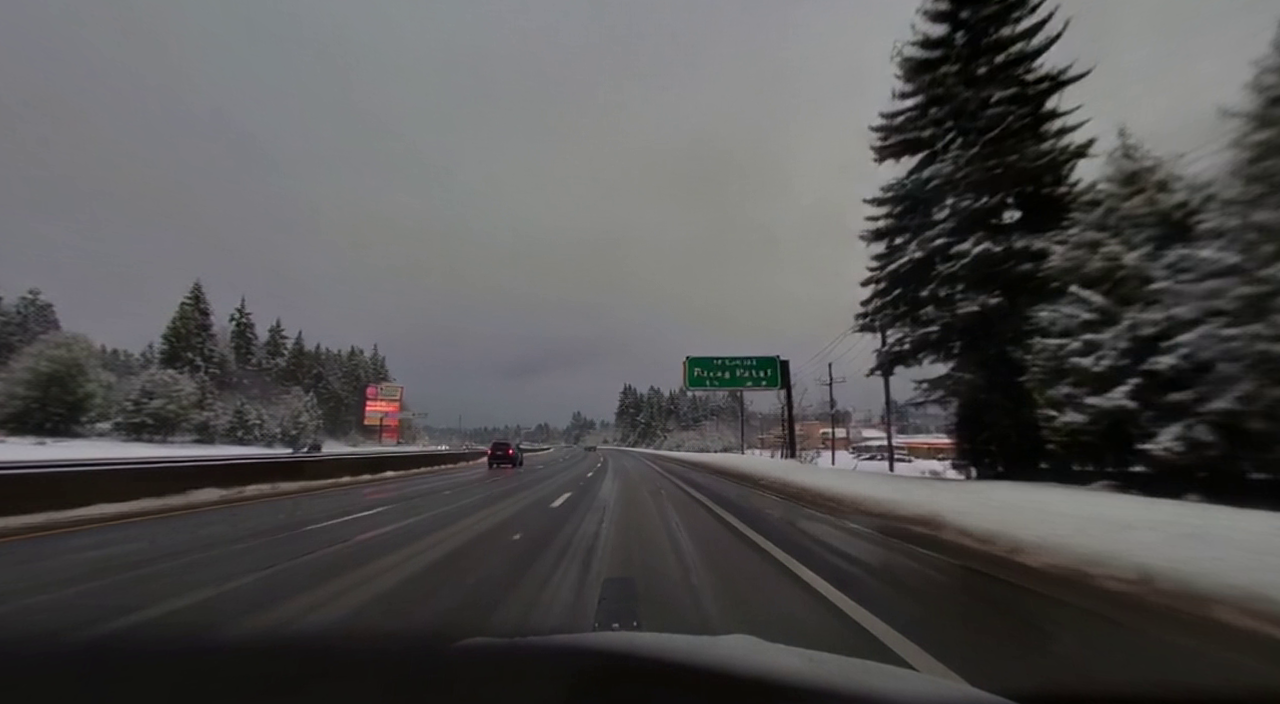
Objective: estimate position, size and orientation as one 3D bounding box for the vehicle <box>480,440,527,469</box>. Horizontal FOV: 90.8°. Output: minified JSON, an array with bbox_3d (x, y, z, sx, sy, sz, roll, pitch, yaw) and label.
[{"bbox_3d":[-8.417,6.381,39.436,2.053,1.682,4.423,0,-8,-1],"label":"vehicle"}]
